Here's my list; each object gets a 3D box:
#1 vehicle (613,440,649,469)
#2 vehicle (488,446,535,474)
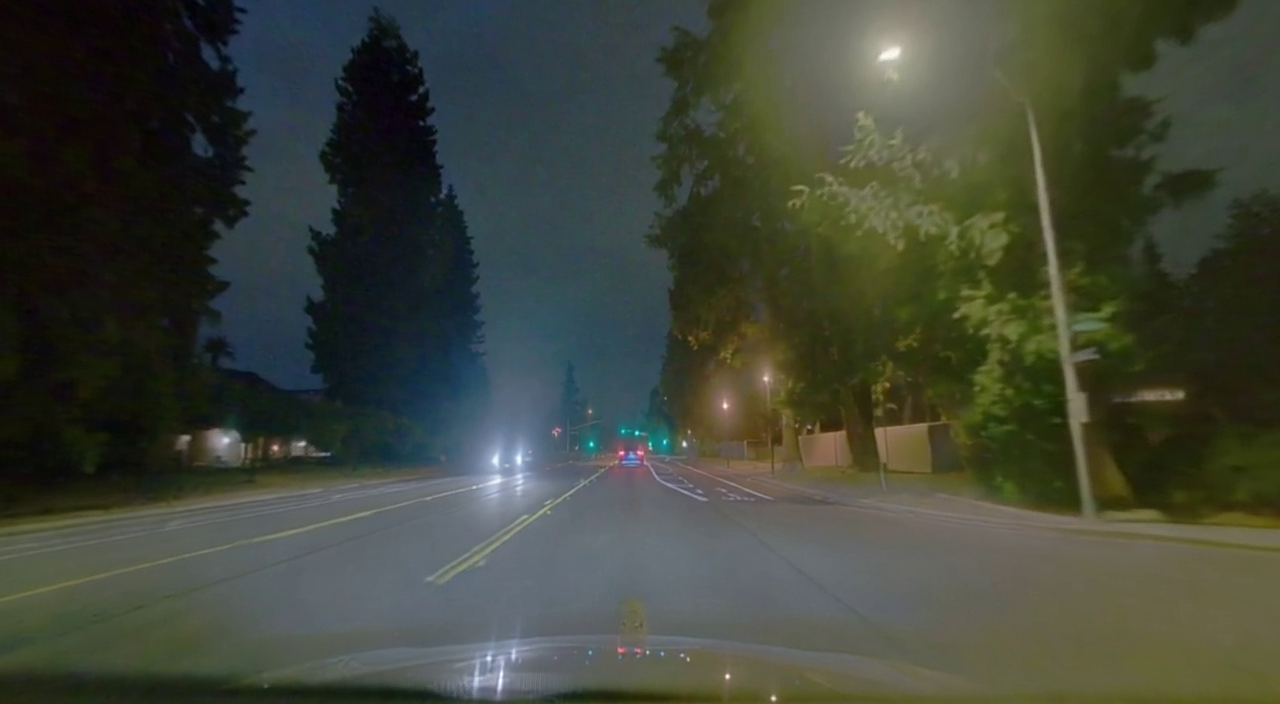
[{"bbox_3d":[-0.630,6.826,42.260,2.230,1.827,4.298,0,-9,-2],"label":"vehicle"},{"bbox_3d":[-7.560,6.371,37.513,1.967,1.571,3.853,0,-9,0],"label":"vehicle"}]
